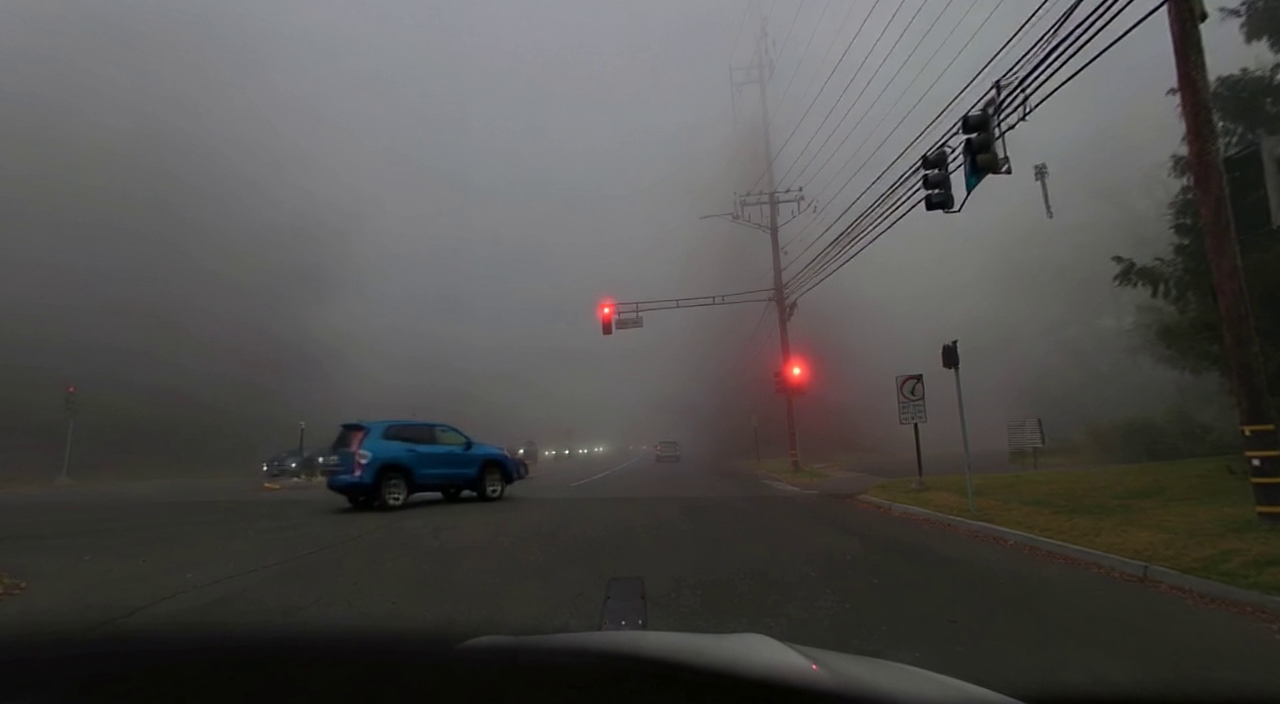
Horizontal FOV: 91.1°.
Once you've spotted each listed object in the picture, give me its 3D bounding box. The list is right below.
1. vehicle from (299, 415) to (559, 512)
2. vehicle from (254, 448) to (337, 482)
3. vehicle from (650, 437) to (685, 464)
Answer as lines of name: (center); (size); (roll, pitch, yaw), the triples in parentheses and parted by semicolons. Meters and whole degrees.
vehicle: (-5.030, 2.740, 15.994); (2.137, 1.986, 5.930); (-7, -11, 40)
vehicle: (-17.130, 5.627, 31.430); (1.942, 1.477, 3.957); (-4, -9, 0)
vehicle: (1.809, 6.673, 42.631); (2.051, 1.666, 4.607); (0, -8, -1)
